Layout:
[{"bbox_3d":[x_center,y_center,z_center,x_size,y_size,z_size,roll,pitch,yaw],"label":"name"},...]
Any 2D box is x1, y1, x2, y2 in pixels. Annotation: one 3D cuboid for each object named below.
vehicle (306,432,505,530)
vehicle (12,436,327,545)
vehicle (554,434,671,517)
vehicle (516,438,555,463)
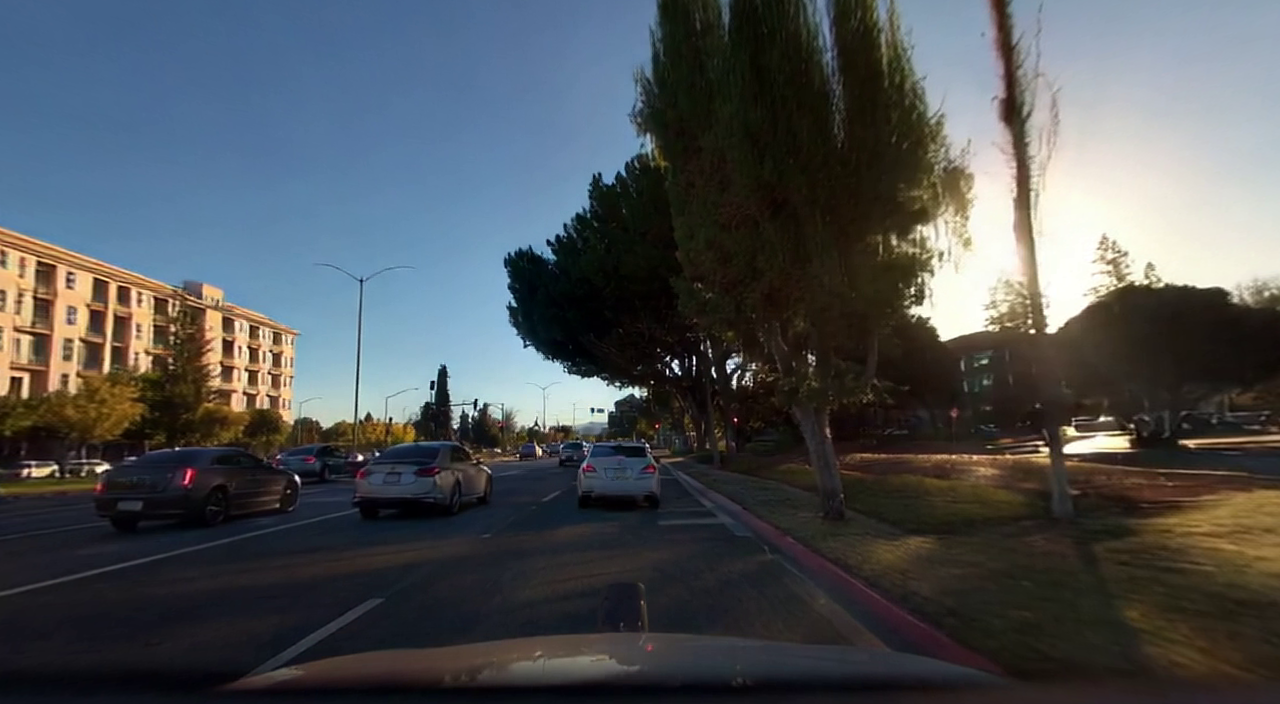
[{"bbox_3d":[-4.178,2.373,12.281,2.032,1.515,4.641,0,-9,1],"label":"vehicle"},{"bbox_3d":[-7.528,2.227,10.897,1.906,1.449,4.576,0,-9,0],"label":"vehicle"},{"bbox_3d":[-0.537,2.546,13.584,2.099,1.469,4.389,0,-9,-1],"label":"vehicle"},{"bbox_3d":[-7.524,7.140,45.945,2.023,1.737,4.569,0,-9,1],"label":"vehicle"}]
